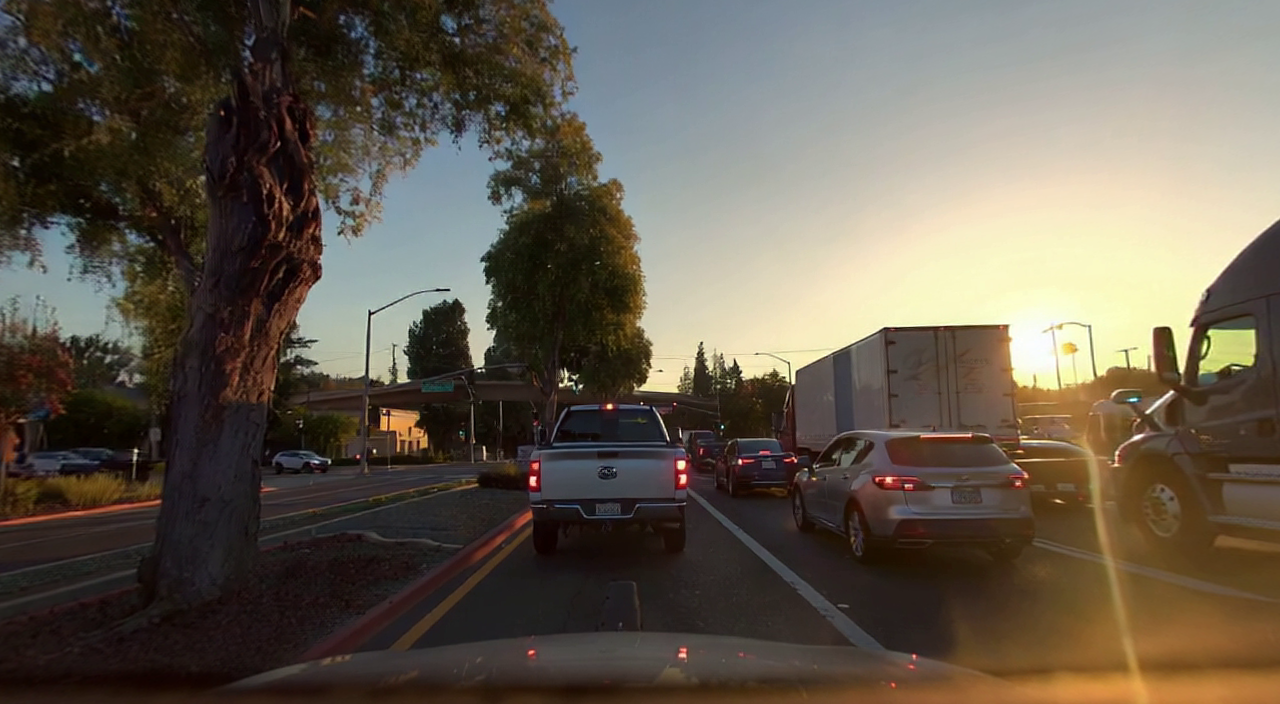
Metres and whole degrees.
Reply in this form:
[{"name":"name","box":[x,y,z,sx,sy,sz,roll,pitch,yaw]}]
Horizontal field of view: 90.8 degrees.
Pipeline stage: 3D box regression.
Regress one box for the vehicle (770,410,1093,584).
[{"name":"vehicle","box":[3.221,1.725,8.418,1.905,1.587,4.998,0,-9,0]}]

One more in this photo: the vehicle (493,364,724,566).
[{"name":"vehicle","box":[-0.362,1.606,9.514,2.499,2.183,5.111,0,-9,-1]}]

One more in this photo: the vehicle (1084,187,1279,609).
[{"name":"vehicle","box":[6.519,0.103,3.311,2.802,3.322,7.429,0,-9,-1]}]

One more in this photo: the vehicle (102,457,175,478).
[{"name":"vehicle","box":[-38.166,8.781,48.123,4.150,1.474,1.826,-1,-9,6]}]

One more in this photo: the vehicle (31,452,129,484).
[{"name":"vehicle","box":[-28.548,5.893,32.383,1.730,1.534,3.922,1,-9,-8]}]
